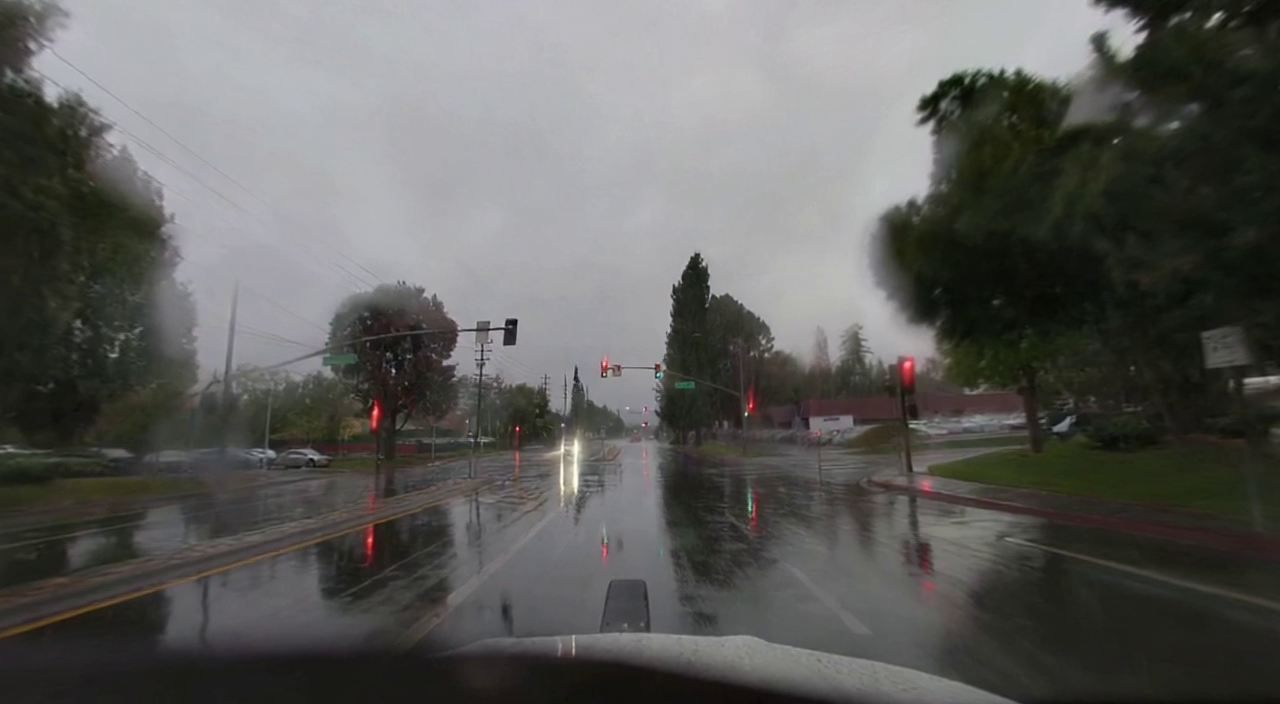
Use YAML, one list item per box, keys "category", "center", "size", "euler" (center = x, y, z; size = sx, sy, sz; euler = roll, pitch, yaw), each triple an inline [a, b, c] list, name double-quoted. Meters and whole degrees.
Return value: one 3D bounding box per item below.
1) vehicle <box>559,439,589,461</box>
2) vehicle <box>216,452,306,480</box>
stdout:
- category: "vehicle"
  center: [-5.110, 7.693, 49.658]
  size: [1.948, 1.471, 5.408]
  euler: [2, -7, -2]
- category: "vehicle"
  center: [-24.658, 7.418, 41.153]
  size: [4.553, 1.722, 1.915]
  euler: [0, -8, -2]
